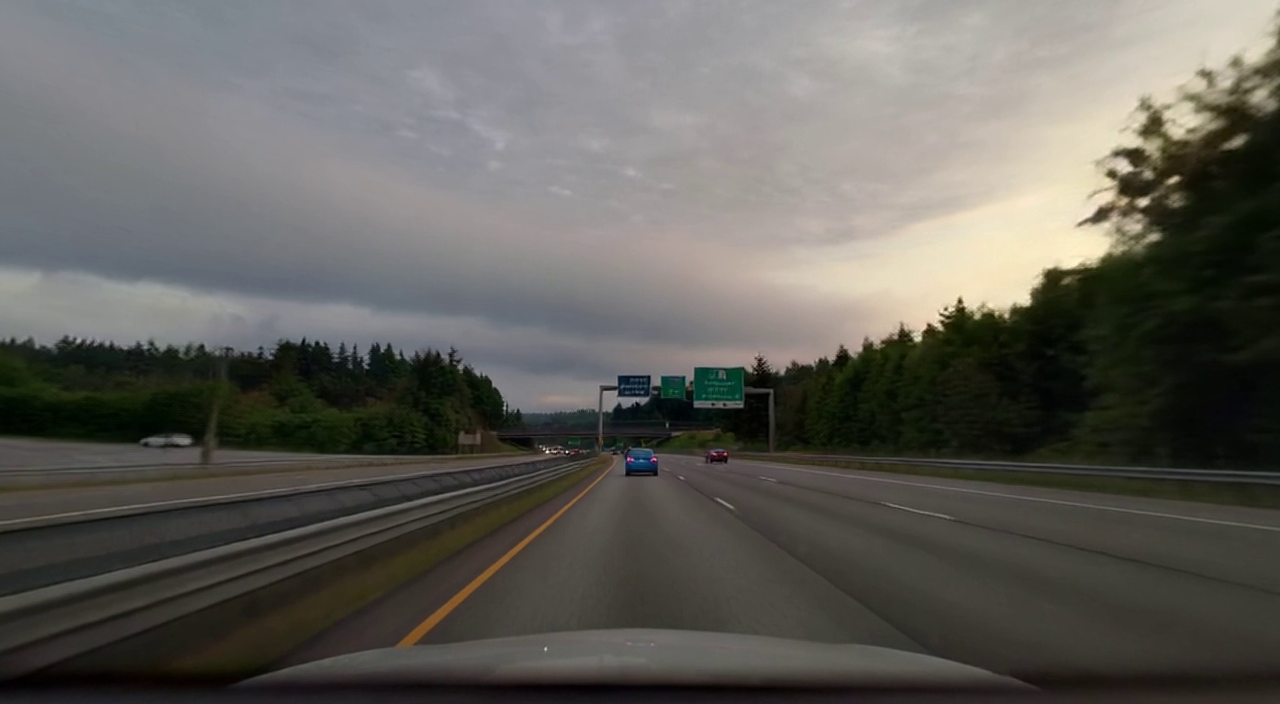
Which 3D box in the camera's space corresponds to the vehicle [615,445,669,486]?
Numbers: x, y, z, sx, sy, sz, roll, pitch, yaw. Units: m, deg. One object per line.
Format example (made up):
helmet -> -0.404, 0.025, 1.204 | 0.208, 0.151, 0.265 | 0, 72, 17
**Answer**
vehicle -> 0.035, 4.662, 26.235 | 2.069, 1.523, 4.012 | 0, -9, -1
